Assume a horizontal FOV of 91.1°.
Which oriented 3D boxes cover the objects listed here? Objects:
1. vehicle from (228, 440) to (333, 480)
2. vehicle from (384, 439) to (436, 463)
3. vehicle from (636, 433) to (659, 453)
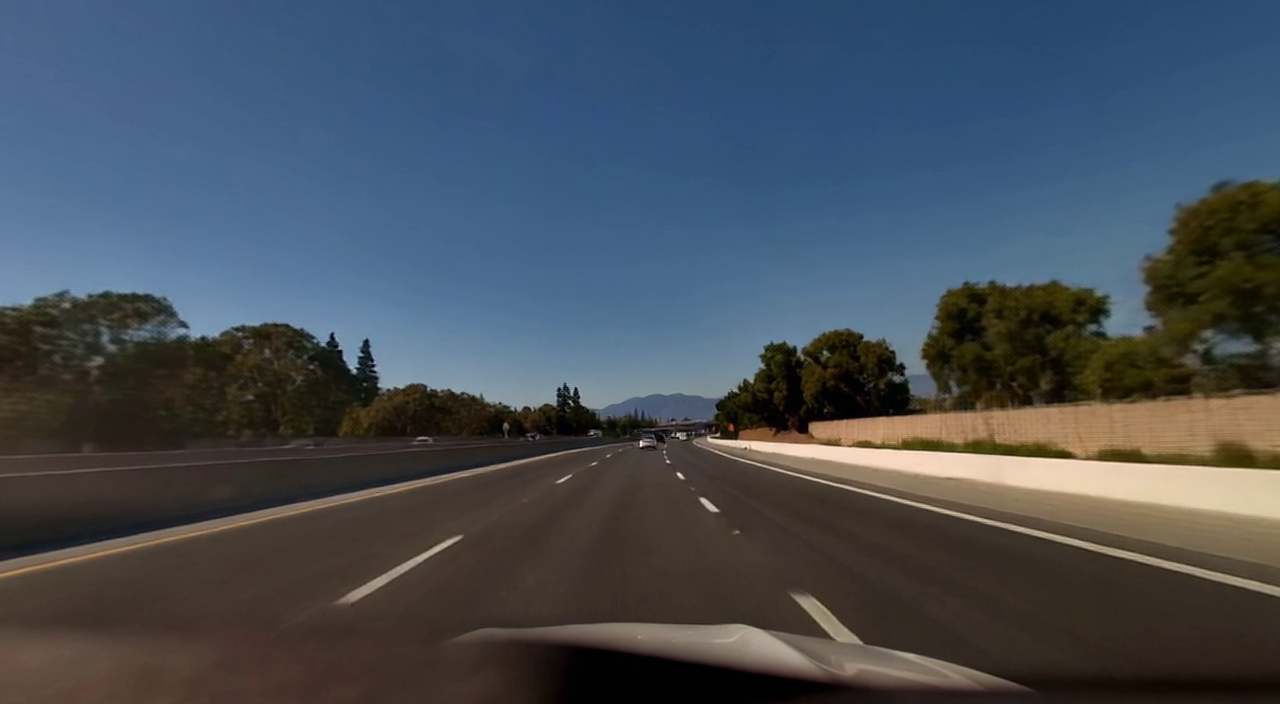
[{"bbox_3d":[-15.409,4.616,27.261,1.963,1.491,4.329,-1,-8,1],"label":"vehicle"},{"bbox_3d":[-14.936,6.434,41.051,1.833,1.448,4.087,0,-8,0],"label":"vehicle"},{"bbox_3d":[0.582,7.173,49.650,1.771,1.480,3.781,0,-8,0],"label":"vehicle"}]
